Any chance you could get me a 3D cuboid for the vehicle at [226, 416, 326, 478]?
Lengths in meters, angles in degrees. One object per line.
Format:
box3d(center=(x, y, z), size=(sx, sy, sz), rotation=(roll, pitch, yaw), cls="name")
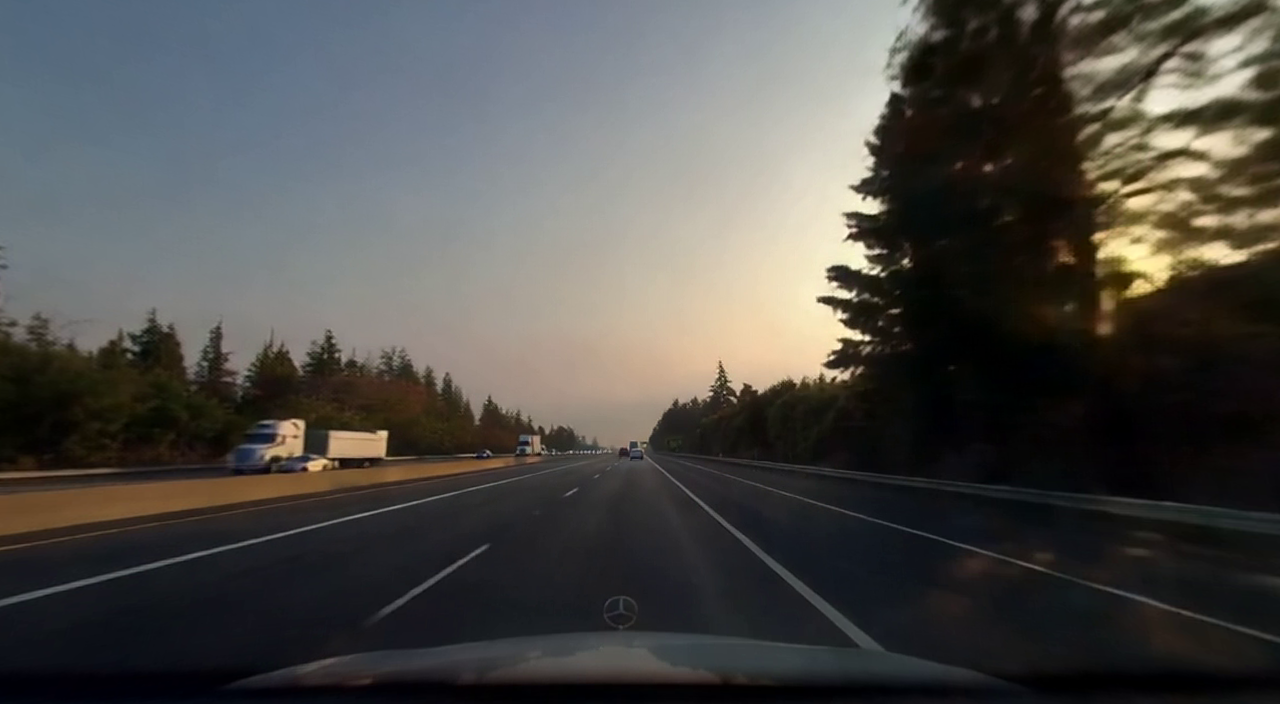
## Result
box3d(center=(-23.649, 6.226, 41.140), size=(2.974, 3.729, 5.780), rotation=(-1, -9, -1), cls="vehicle")
